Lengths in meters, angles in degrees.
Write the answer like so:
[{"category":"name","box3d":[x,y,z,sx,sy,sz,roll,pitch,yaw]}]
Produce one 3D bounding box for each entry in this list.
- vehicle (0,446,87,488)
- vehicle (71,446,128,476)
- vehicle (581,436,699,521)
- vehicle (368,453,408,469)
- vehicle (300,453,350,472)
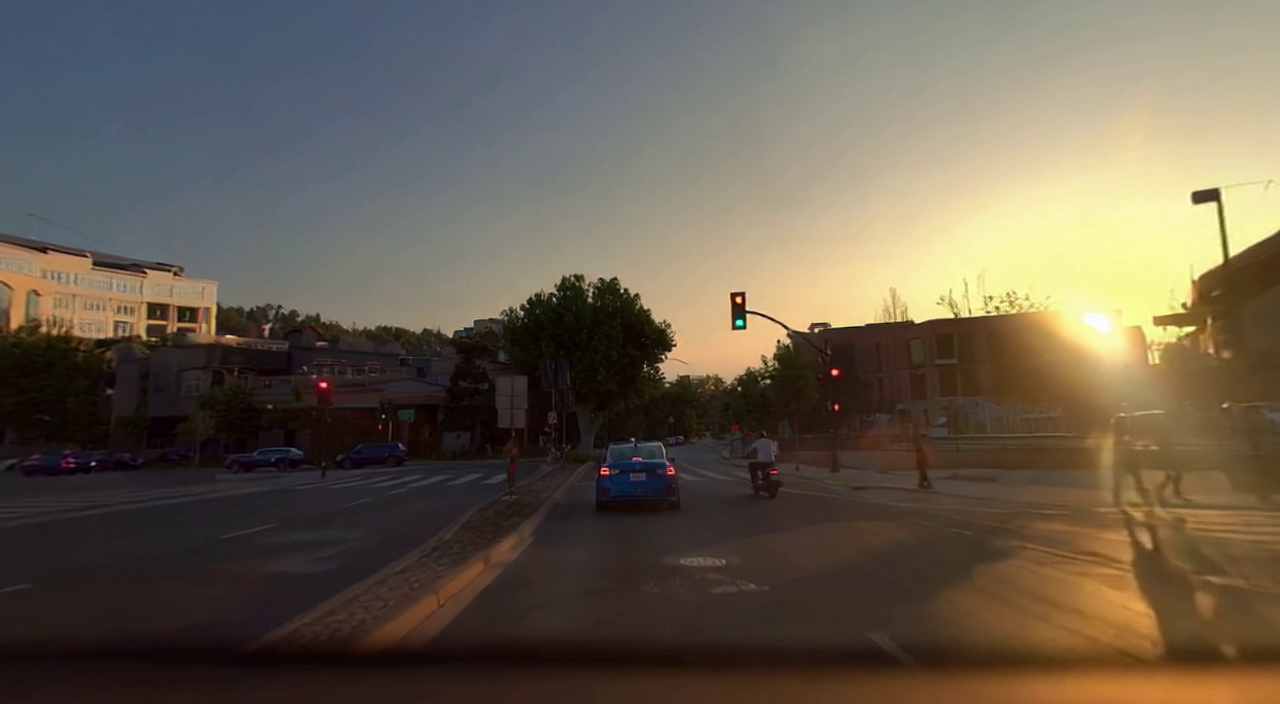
[{"category":"vehicle","box3d":[-28.439,5.319,29.432,4.653,1.795,2.163,-5,-9,26]},{"category":"vehicle","box3d":[-41.681,8.360,48.574,4.948,2.124,2.261,-7,-11,39]},{"category":"vehicle","box3d":[-0.069,2.574,13.362,2.118,1.480,3.949,0,-8,-2]},{"category":"vehicle","box3d":[-19.903,8.576,49.811,1.259,1.181,2.744,-4,-9,24]},{"category":"vehicle","box3d":[-22.456,7.867,44.993,1.433,1.269,2.779,-5,-10,29]}]
